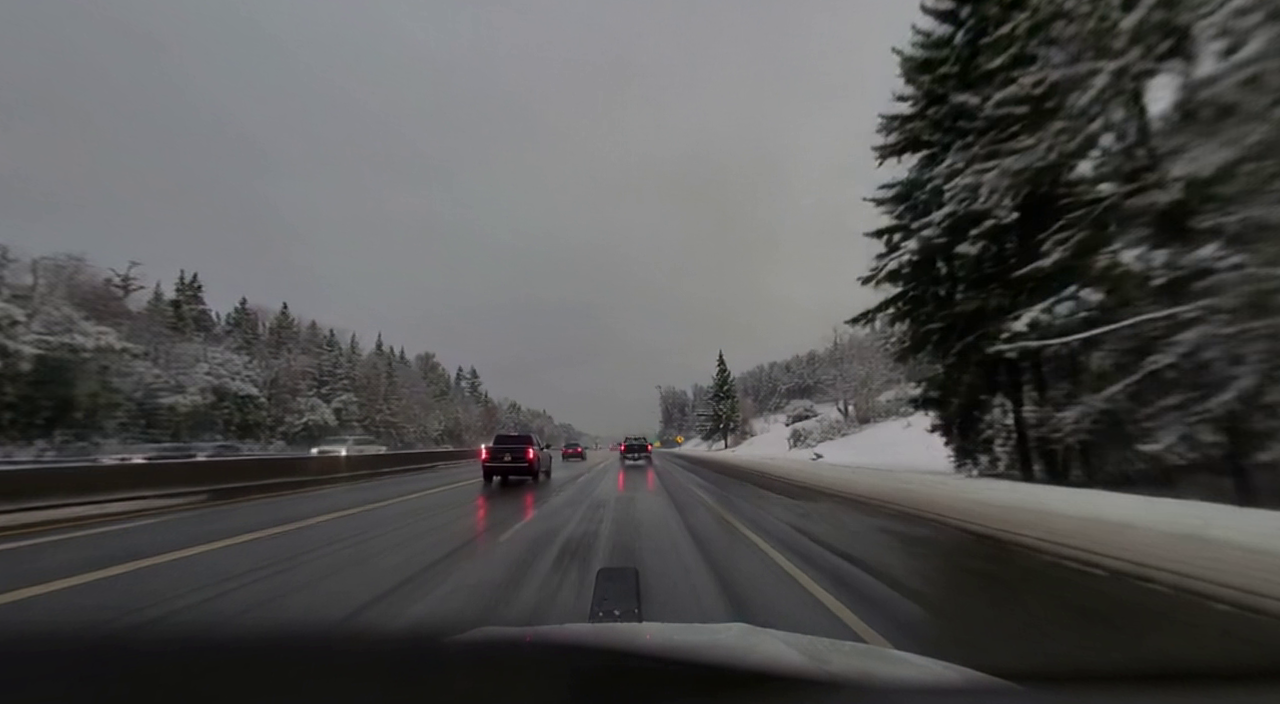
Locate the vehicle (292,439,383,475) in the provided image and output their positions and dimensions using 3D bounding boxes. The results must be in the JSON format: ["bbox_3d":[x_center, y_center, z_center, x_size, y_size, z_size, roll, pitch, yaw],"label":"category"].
[{"bbox_3d":[-17.060,5.917,36.020,2.321,1.854,5.620,0,-8,1],"label":"vehicle"}]

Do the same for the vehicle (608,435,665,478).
[{"bbox_3d":[-0.176,4.659,28.479,2.378,1.750,4.355,0,-8,-1],"label":"vehicle"}]

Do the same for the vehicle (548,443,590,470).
[{"bbox_3d":[-4.248,6.284,38.387,2.084,1.528,4.094,0,-8,0],"label":"vehicle"}]

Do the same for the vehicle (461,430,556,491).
[{"bbox_3d":[-4.051,3.427,20.246,2.044,1.717,4.421,0,-8,1],"label":"vehicle"}]

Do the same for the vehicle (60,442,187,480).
[{"bbox_3d":[-21.393,4.498,26.404,1.822,1.467,4.062,0,-8,0],"label":"vehicle"}]
